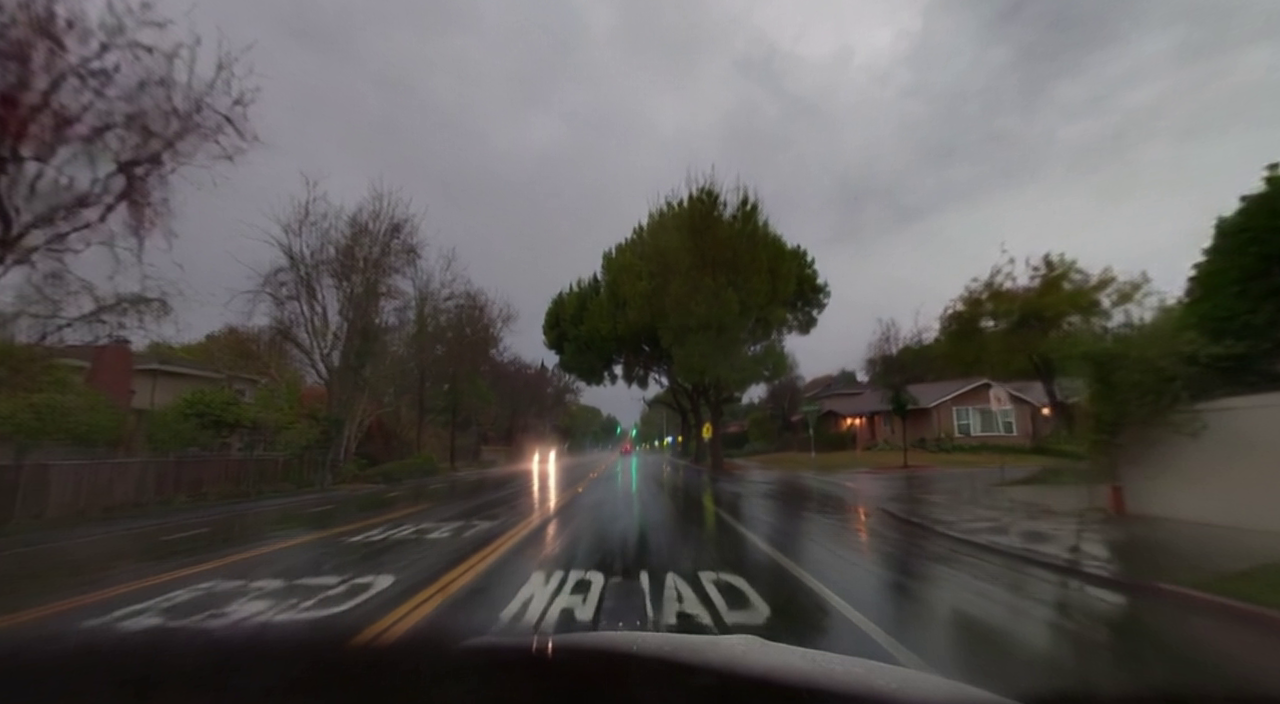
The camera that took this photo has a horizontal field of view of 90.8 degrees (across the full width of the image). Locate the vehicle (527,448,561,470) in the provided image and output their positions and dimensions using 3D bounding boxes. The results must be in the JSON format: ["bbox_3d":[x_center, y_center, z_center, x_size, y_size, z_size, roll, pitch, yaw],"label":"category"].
[{"bbox_3d":[-7.542,8.444,49.924,1.994,1.646,4.276,0,-8,0],"label":"vehicle"}]
